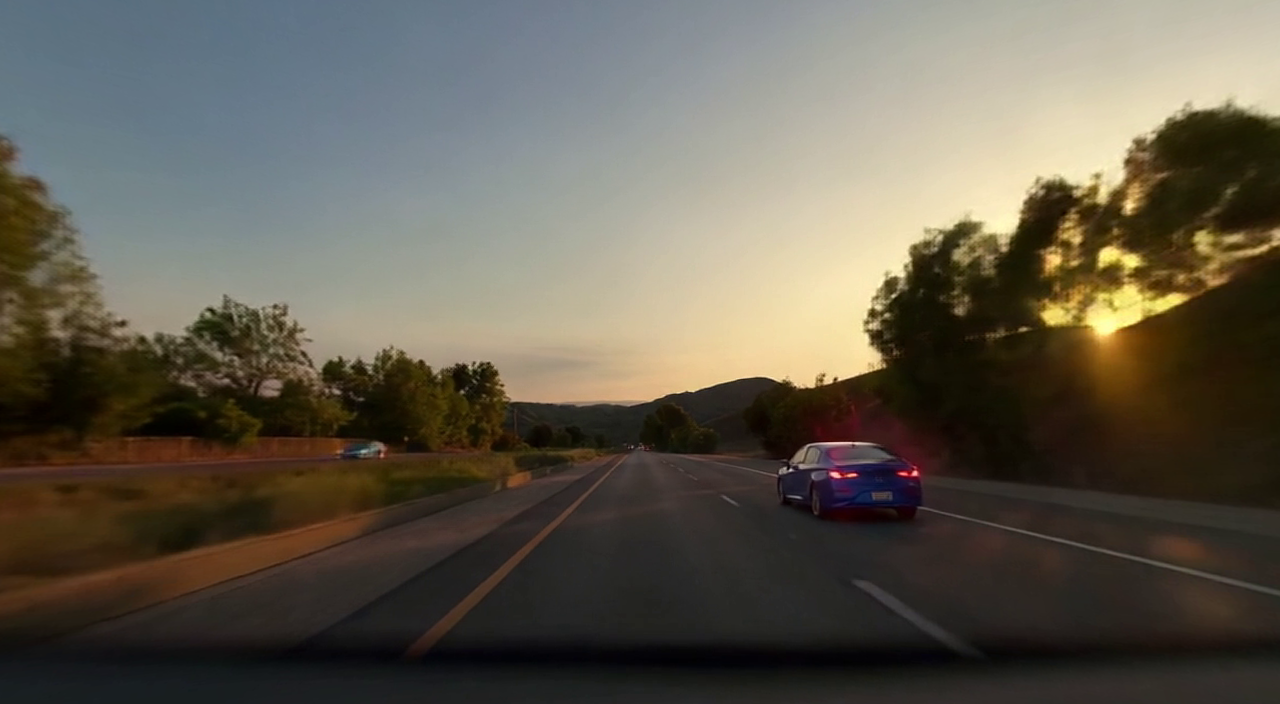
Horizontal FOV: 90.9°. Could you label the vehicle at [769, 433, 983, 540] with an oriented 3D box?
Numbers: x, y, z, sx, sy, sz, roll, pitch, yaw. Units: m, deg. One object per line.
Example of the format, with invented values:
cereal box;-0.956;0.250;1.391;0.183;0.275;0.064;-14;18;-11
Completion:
vehicle;3.768;2.215;11.114;2.003;1.466;4.441;0;-8;-1
